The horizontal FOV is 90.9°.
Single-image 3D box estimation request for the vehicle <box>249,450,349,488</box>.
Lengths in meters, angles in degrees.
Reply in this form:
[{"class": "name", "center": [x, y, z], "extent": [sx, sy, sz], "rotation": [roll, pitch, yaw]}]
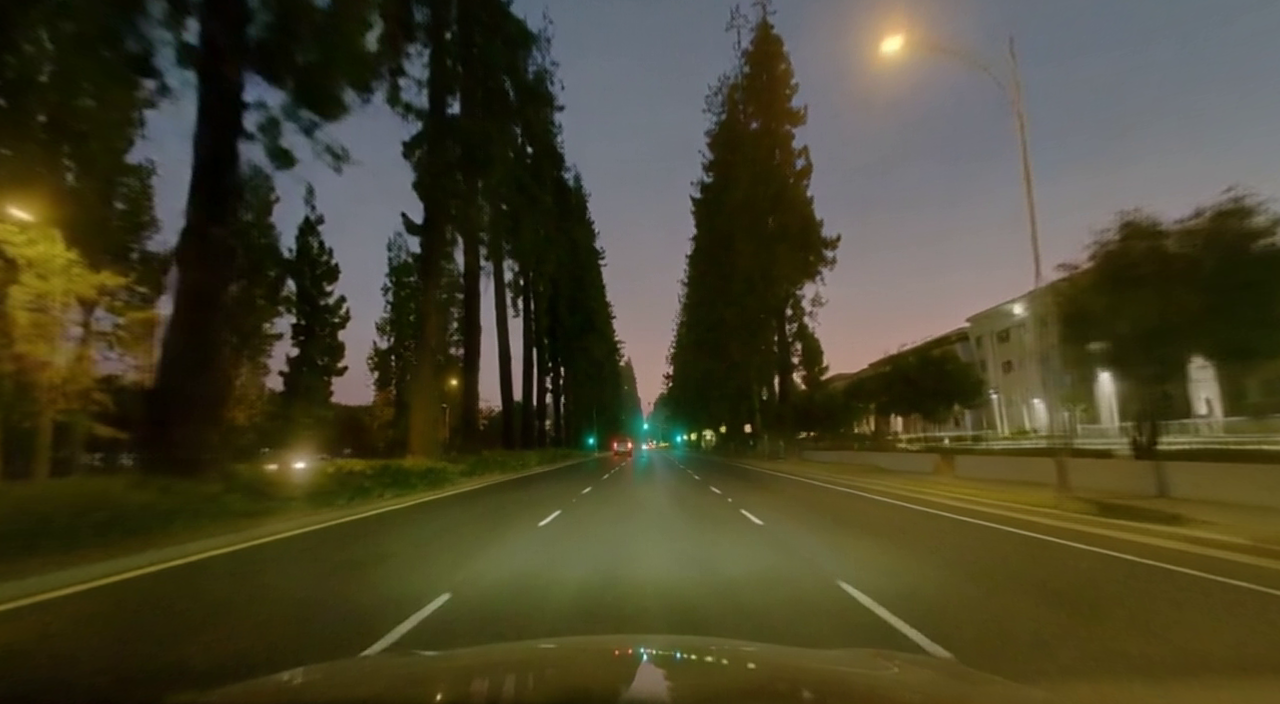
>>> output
[{"class": "vehicle", "center": [-16.353, 5.619, 30.533], "extent": [2.168, 1.634, 4.610], "rotation": [0, -8, 2]}]
